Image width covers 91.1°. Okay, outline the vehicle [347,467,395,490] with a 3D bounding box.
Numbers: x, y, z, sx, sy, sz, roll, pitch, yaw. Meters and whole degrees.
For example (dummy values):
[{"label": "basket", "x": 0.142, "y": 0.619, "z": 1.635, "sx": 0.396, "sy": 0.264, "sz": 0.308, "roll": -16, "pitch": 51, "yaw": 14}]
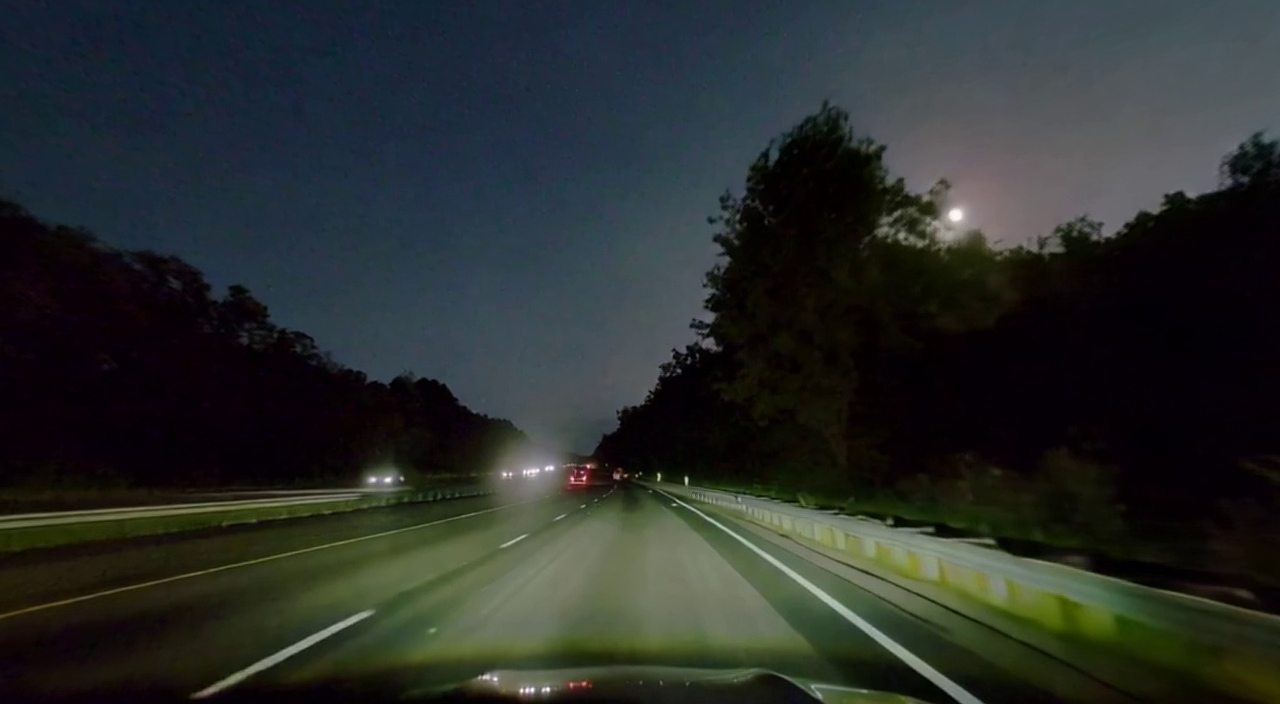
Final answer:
[{"label": "vehicle", "x": -21.000, "y": 9.895, "z": 49.212, "sx": 1.733, "sy": 1.646, "sz": 4.204, "roll": 1, "pitch": -11, "yaw": 1}]
